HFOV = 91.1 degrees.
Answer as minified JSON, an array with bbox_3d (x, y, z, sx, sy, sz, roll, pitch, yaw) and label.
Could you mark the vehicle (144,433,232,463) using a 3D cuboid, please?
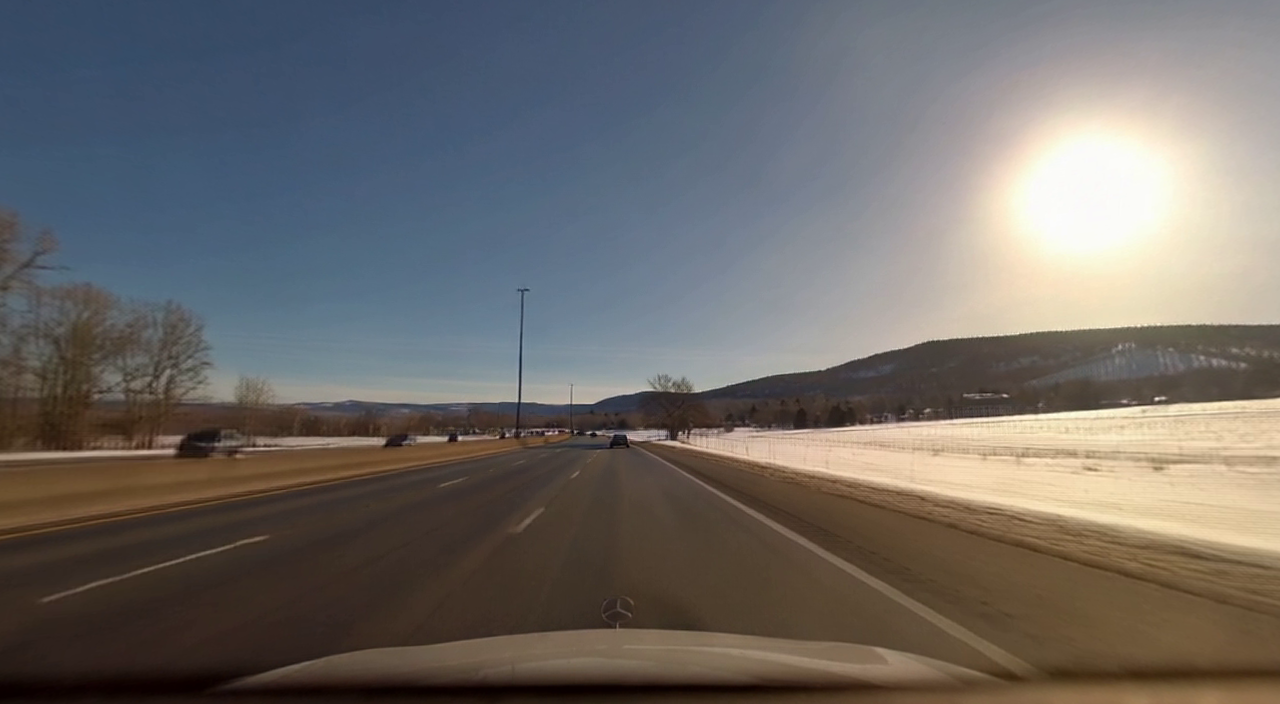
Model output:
[{"bbox_3d":[-23.978,5.083,33.506,1.827,1.486,3.976,0,-8,-2],"label":"vehicle"}]
